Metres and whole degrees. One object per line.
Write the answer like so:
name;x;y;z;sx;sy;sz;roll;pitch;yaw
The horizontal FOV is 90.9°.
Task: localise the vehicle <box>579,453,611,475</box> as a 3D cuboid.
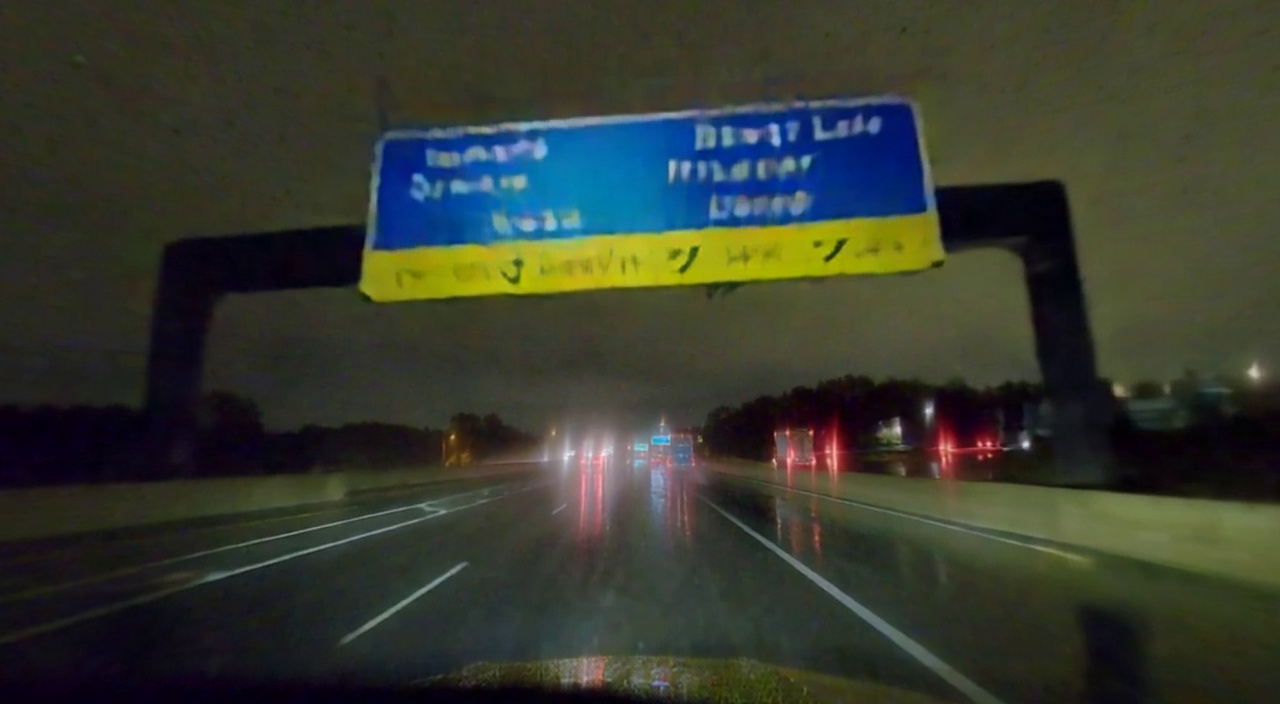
vehicle;-3.241;8.214;46.233;2.041;1.512;3.996;0;-9;1
